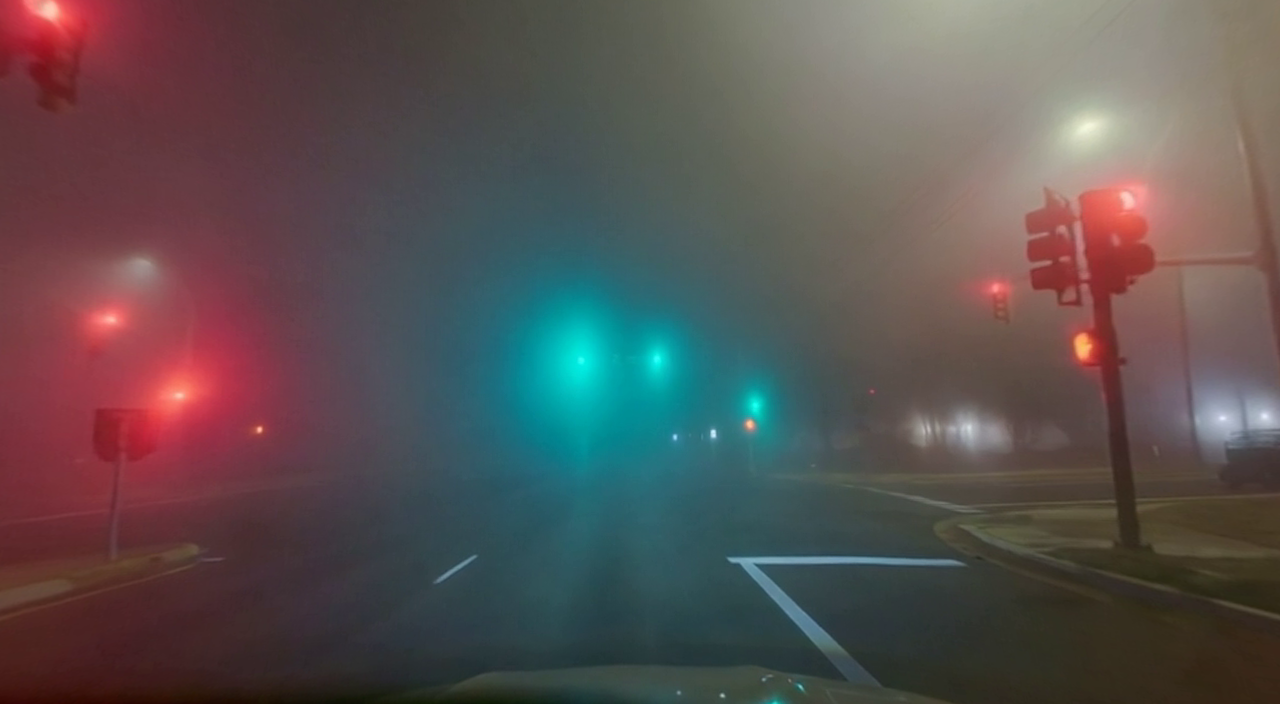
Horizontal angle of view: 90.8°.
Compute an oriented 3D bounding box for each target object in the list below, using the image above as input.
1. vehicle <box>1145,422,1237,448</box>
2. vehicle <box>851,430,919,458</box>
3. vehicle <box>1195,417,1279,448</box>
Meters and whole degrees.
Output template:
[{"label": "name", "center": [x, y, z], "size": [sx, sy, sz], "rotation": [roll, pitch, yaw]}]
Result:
[{"label": "vehicle", "center": [34.118, 5.189, 39.283], "size": [1.832, 1.521, 4.266], "rotation": [0, -9, 0]}, {"label": "vehicle", "center": [14.977, 5.697, 38.911], "size": [1.959, 1.471, 4.570], "rotation": [-4, -8, -4]}, {"label": "vehicle", "center": [37.115, 4.955, 38.693], "size": [1.916, 1.619, 4.524], "rotation": [-4, -9, -3]}]
